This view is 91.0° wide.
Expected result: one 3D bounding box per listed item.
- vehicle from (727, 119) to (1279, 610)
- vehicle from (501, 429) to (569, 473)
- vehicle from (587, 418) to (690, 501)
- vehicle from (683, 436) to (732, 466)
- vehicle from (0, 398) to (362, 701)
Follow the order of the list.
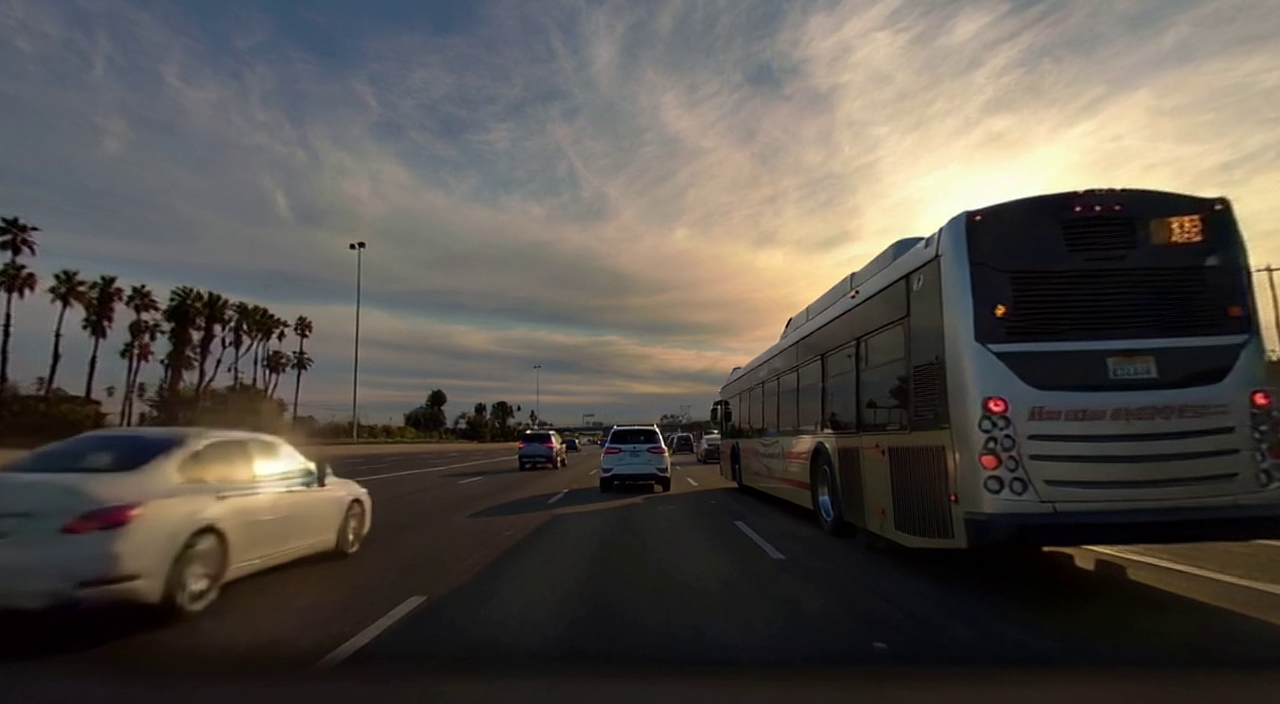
[{"bbox_3d":[4.024,1.054,11.683,3.020,3.622,14.302,0,-9,1],"label":"vehicle"},{"bbox_3d":[-4.512,4.376,27.954,2.100,1.765,4.743,0,-9,1],"label":"vehicle"},{"bbox_3d":[0.002,2.681,16.015,2.268,1.796,4.280,0,-9,1],"label":"vehicle"},{"bbox_3d":[3.631,5.430,34.656,2.039,1.516,4.521,0,-9,-2],"label":"vehicle"},{"bbox_3d":[-4.307,1.281,5.017,2.040,1.536,4.680,0,-9,0],"label":"vehicle"}]
